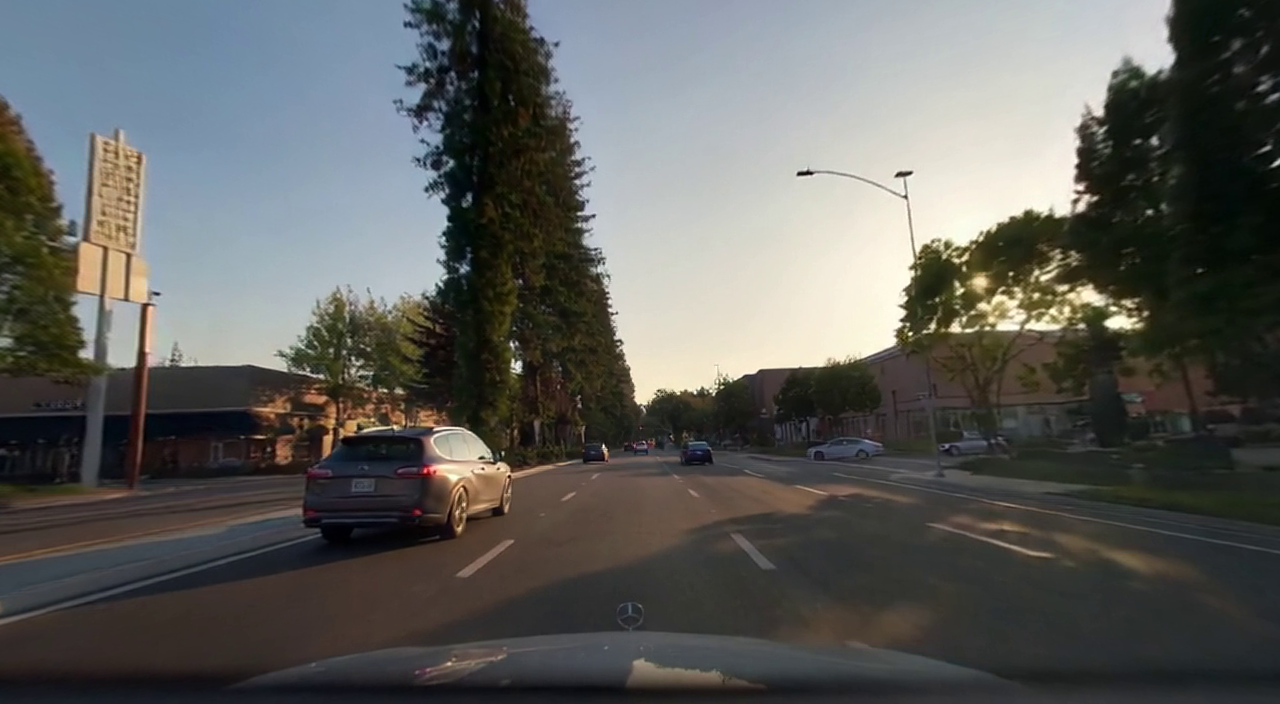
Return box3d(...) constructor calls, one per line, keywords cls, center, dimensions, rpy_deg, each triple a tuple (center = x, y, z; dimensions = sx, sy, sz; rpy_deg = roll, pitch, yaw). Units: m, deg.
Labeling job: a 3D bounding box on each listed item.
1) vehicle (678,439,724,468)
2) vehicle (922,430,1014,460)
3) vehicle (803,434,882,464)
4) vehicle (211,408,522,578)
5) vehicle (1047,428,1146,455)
box3d(cls="vehicle", center=(3.374, 5.718, 35.678), dimensions=(2.087, 1.506, 4.276), rpy_deg=(0, -8, -1))
box3d(cls="vehicle", center=(20.908, 5.933, 40.355), dimensions=(4.691, 1.626, 1.989), rpy_deg=(-3, -9, 3))
box3d(cls="vehicle", center=(12.949, 6.254, 40.525), dimensions=(4.515, 1.599, 1.968), rpy_deg=(-5, -9, 10))
box3d(cls="vehicle", center=(-3.132, 1.721, 8.554), dimensions=(2.121, 1.656, 4.559), rpy_deg=(0, -8, 1))
box3d(cls="vehicle", center=(29.023, 5.718, 40.191), dimensions=(4.759, 1.666, 1.941), rpy_deg=(0, -8, 0))
